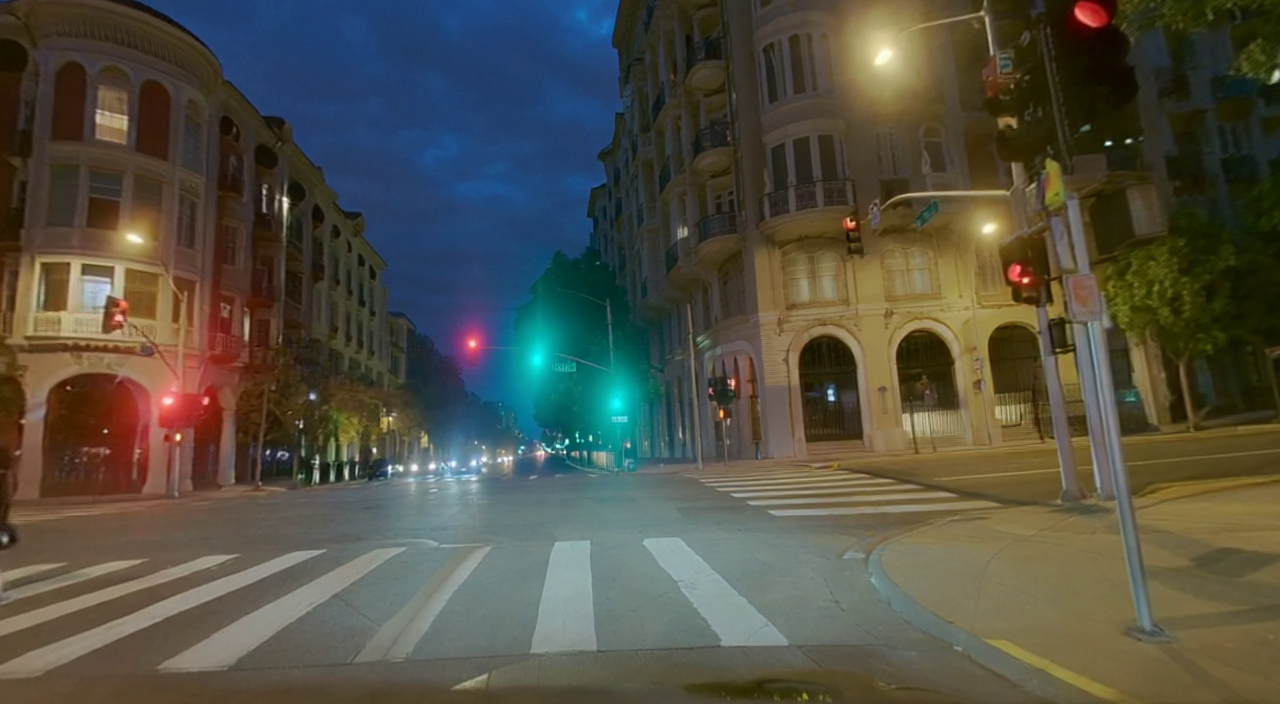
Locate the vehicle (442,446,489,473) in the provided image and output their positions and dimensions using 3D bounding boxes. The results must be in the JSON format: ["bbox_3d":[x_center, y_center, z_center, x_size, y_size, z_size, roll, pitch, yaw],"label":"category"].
[{"bbox_3d":[-10.458,6.469,38.154,2.196,1.503,4.371,1,-8,-8],"label":"vehicle"}]

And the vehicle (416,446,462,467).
[{"bbox_3d":[-15.529,7.998,48.629,2.028,1.479,4.427,6,-10,-35],"label":"vehicle"}]
